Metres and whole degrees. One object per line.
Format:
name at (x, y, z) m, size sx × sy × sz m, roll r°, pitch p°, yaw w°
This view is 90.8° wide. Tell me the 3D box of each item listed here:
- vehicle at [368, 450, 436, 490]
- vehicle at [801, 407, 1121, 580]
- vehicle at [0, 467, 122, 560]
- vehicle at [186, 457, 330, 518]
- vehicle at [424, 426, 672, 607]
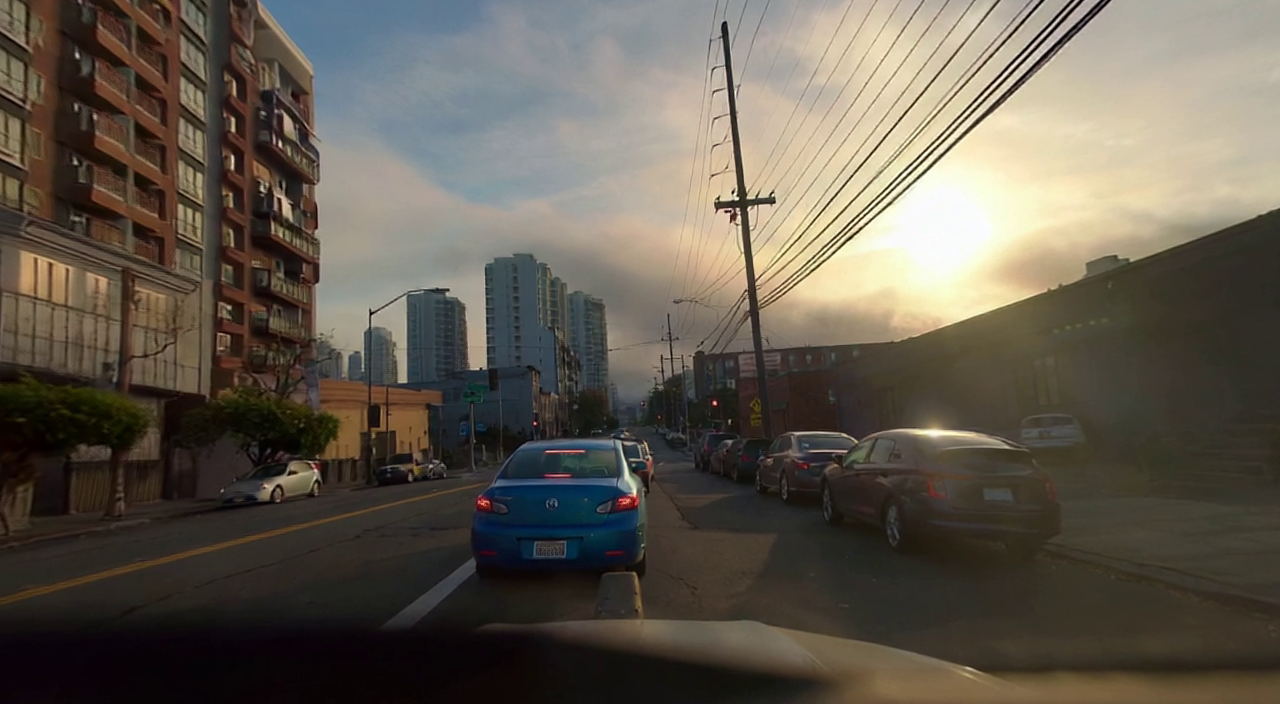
vehicle at (-11.942, 5.880, 31.932) m, size 2.011 × 1.687 × 4.079 m, roll -4°, pitch -8°, yaw -2°
vehicle at (3.790, 1.744, 8.601) m, size 1.967 × 1.721 × 4.410 m, roll 0°, pitch -8°, yaw -1°
vehicle at (-11.894, 2.883, 10.999) m, size 1.850 × 1.487 × 4.711 m, roll -3°, pitch -8°, yaw -1°
vehicle at (-11.881, 4.190, 20.055) m, size 1.868 × 1.491 × 4.367 m, roll -4°, pitch -9°, yaw 1°
vehicle at (-0.727, 1.686, 7.509) m, size 2.019 × 1.453 × 4.603 m, roll 0°, pitch -8°, yaw 1°
